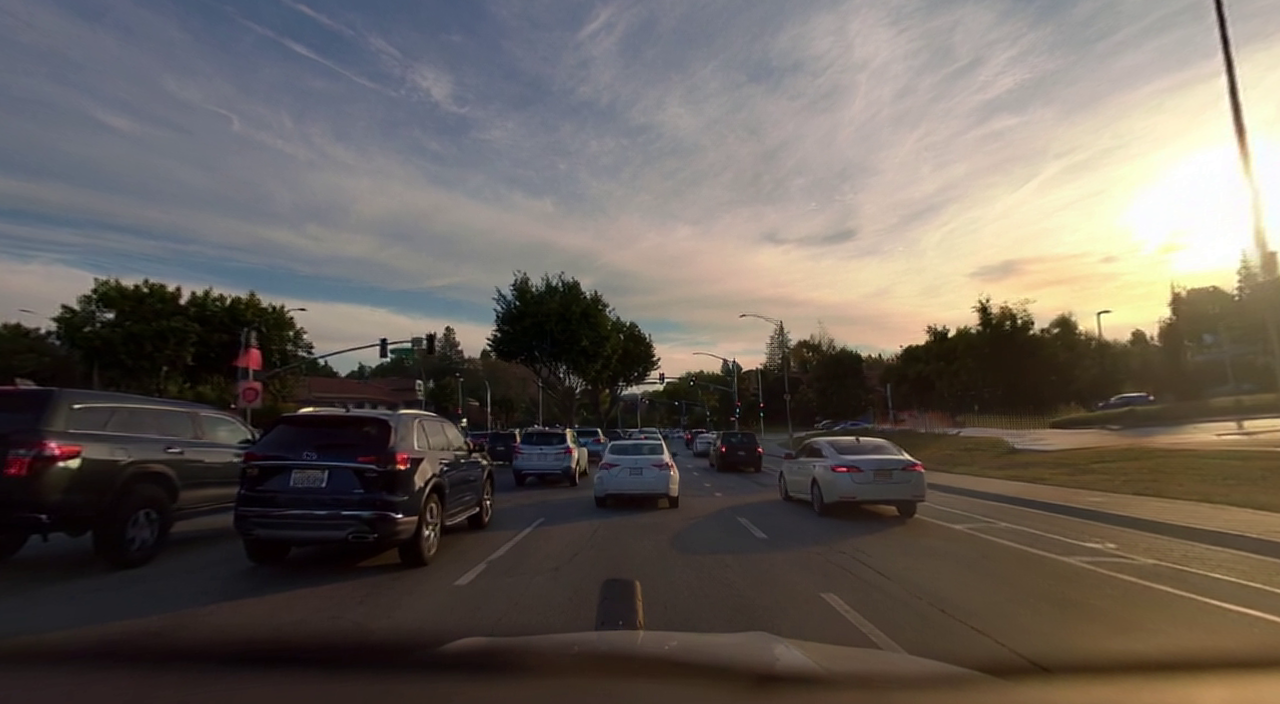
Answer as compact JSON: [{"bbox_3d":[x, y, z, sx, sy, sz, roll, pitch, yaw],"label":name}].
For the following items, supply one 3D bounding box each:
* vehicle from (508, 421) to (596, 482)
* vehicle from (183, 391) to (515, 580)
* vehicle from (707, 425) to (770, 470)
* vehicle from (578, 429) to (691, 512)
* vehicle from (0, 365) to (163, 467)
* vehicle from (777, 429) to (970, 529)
[{"bbox_3d":[-2.828,3.354,21.459,2.218,1.829,4.492,0,-8,2],"label":"vehicle"},{"bbox_3d":[-3.250,1.625,8.613,2.111,1.745,5.274,0,-8,-1],"label":"vehicle"},{"bbox_3d":[4.350,4.301,28.607,2.099,1.845,4.363,0,-8,0],"label":"vehicle"},{"bbox_3d":[-0.078,2.459,13.611,2.030,1.477,4.330,0,-8,1],"label":"vehicle"},{"bbox_3d":[-27.818,2.761,26.836,3.181,4.189,14.107,-1,-8,5],"label":"vehicle"},{"bbox_3d":[3.905,2.182,11.464,1.884,1.463,4.195,0,-8,0],"label":"vehicle"}]
